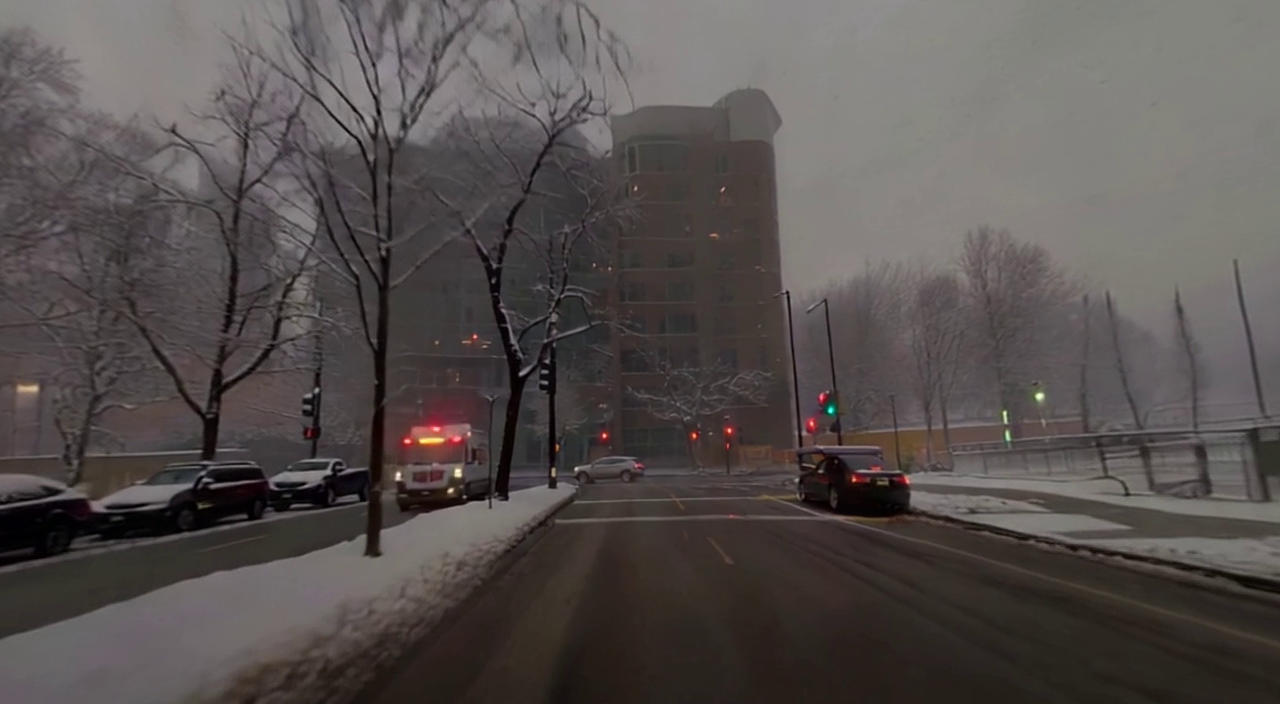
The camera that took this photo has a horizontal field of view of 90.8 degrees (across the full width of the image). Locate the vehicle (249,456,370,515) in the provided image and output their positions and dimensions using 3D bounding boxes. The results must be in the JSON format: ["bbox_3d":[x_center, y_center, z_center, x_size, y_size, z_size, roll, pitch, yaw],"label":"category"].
[{"bbox_3d":[-11.368,4.577,22.131,1.908,1.721,4.285,-1,-8,0],"label":"vehicle"}]

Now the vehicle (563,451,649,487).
[{"bbox_3d":[-2.000,6.903,37.503,4.742,1.906,1.933,4,-9,-25],"label":"vehicle"}]

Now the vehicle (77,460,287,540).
[{"bbox_3d":[-11.355,3.651,16.219,1.968,1.608,4.609,0,-8,-1],"label":"vehicle"}]

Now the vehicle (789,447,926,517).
[{"bbox_3d":[5.500,3.306,16.690,1.888,1.536,4.381,0,-8,-2],"label":"vehicle"}]

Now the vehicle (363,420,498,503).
[{"bbox_3d":[-8.193,4.371,25.752,2.591,2.910,6.652,-1,-8,6],"label":"vehicle"}]
